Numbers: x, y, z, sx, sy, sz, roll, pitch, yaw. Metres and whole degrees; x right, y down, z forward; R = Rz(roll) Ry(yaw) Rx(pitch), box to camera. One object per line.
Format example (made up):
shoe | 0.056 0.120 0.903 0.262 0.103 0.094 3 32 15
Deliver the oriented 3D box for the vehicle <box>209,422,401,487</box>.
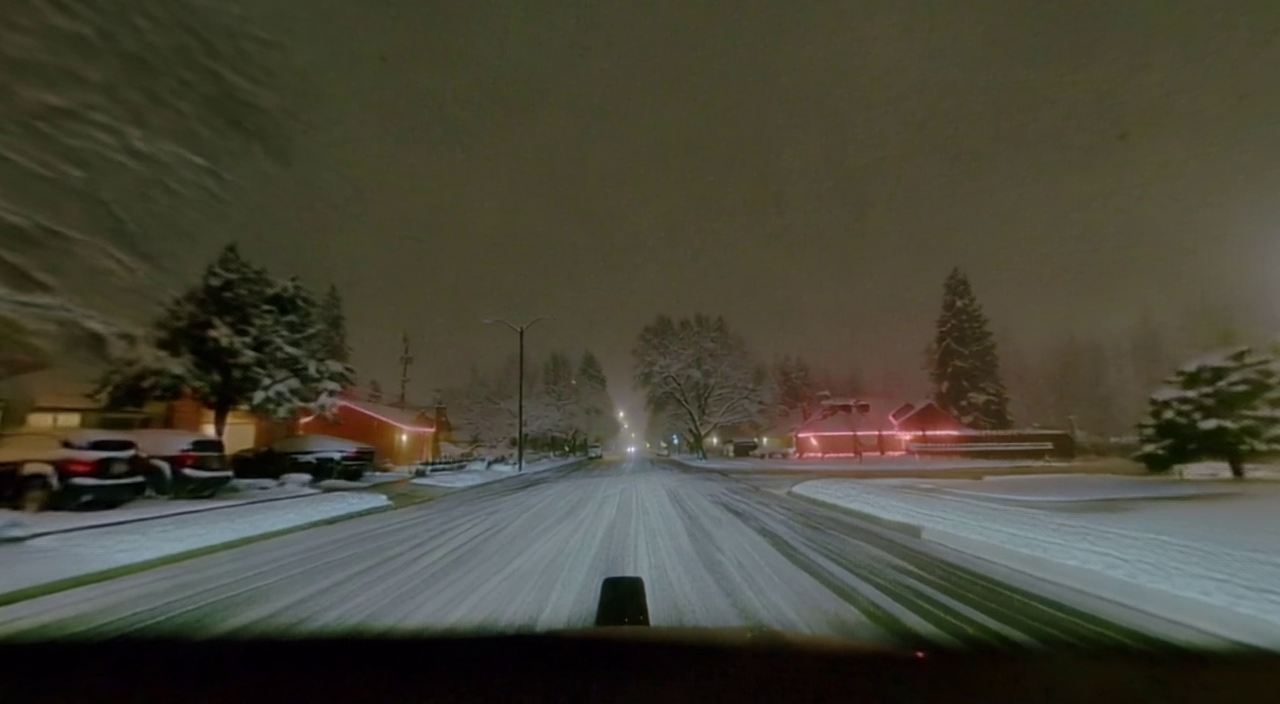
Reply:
vehicle | -12.967 4.028 24.822 5.946 2.048 2.595 4 -9 -3

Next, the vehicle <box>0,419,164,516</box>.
vehicle | -13.529 2.433 13.482 4.796 1.864 2.328 -1 -9 2
